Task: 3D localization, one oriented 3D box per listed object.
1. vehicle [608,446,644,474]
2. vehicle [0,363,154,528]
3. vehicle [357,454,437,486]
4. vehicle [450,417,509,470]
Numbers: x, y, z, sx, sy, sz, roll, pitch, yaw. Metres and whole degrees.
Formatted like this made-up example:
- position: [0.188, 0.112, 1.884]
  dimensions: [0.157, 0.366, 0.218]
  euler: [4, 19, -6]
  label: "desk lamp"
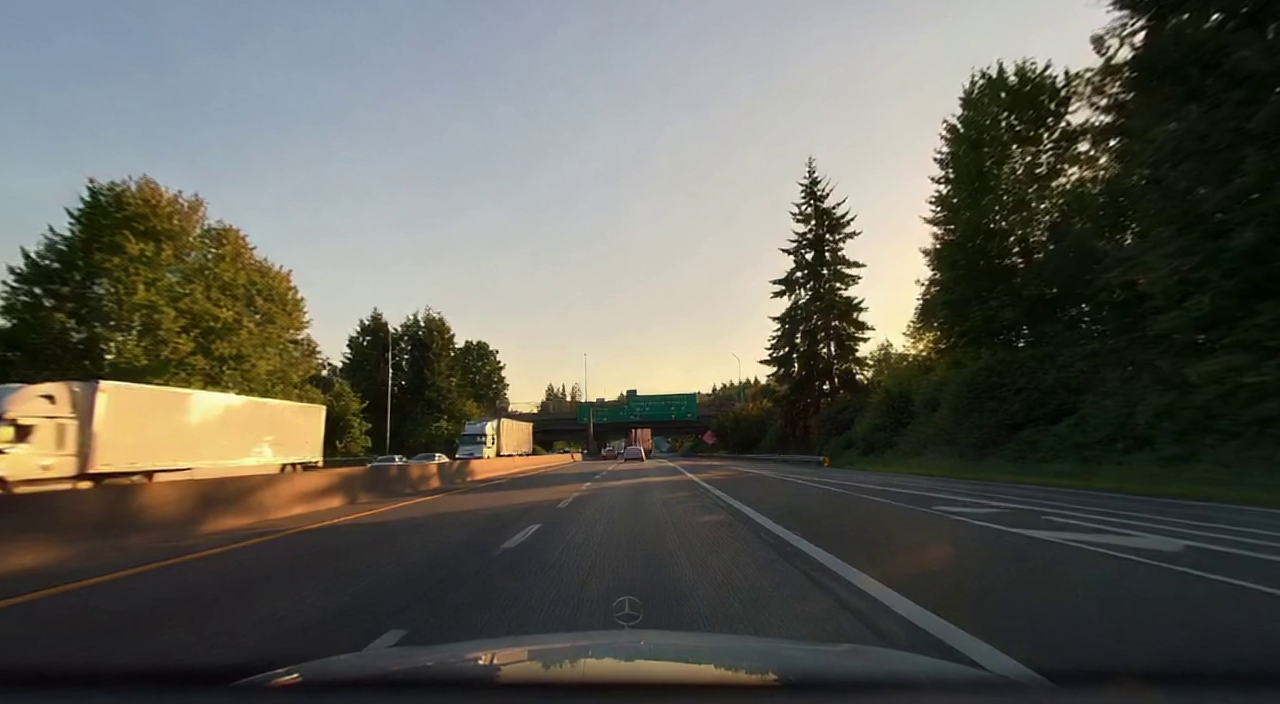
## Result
- position: [-0.738, 6.065, 35.626]
  dimensions: [1.860, 1.473, 3.689]
  euler: [0, -9, 1]
  label: "vehicle"
- position: [-16.882, 2.497, 16.710]
  dimensions: [3.026, 3.934, 5.923]
  euler: [0, -9, 0]
  label: "vehicle"
- position: [-12.426, 6.041, 32.595]
  dimensions: [2.077, 1.435, 5.032]
  euler: [0, -9, 1]
  label: "vehicle"
- position: [-12.523, 7.259, 49.696]
  dimensions: [2.969, 3.863, 5.830]
  euler: [0, -9, 1]
  label: "vehicle"
